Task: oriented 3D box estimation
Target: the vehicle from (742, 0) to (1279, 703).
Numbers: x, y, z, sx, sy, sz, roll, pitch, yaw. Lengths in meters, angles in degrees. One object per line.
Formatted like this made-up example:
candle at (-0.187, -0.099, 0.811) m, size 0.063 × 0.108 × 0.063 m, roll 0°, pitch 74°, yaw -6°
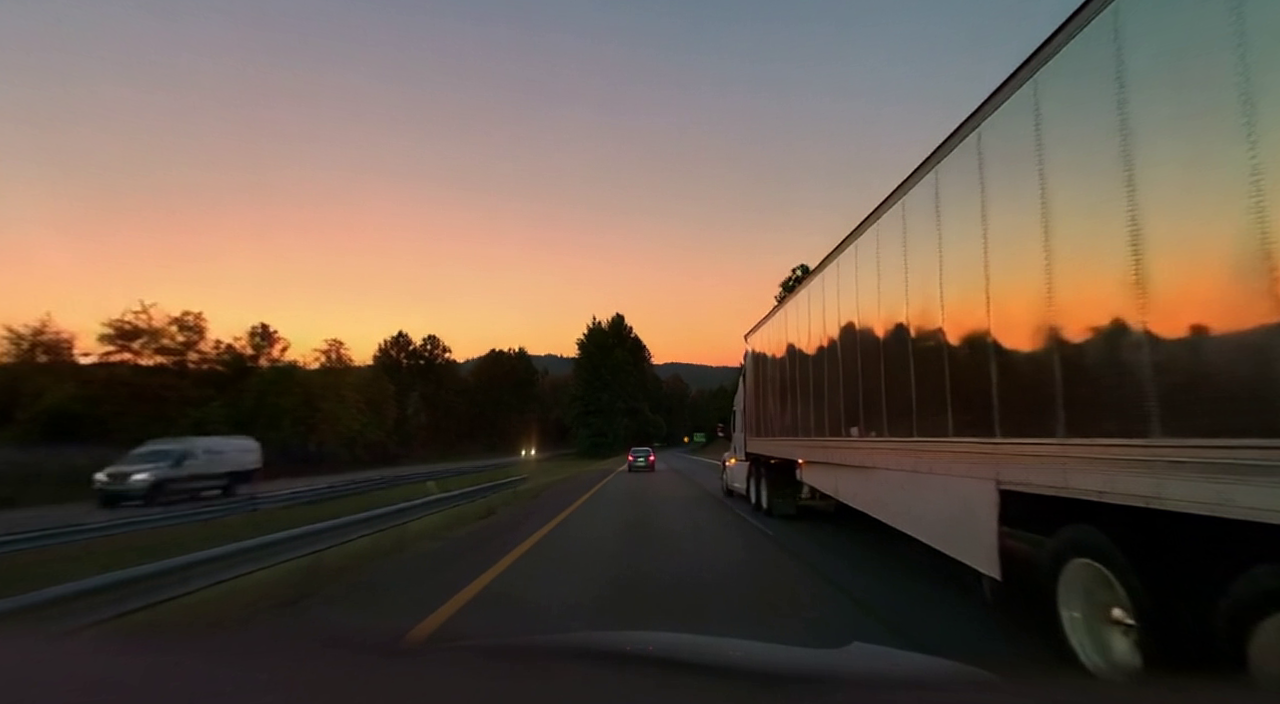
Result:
vehicle at (3.815, 0.303, 6.553) m, size 2.929 × 4.158 × 15.921 m, roll 0°, pitch -8°, yaw 0°

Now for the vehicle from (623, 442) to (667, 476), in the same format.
vehicle at (0.254, 5.155, 30.726) m, size 1.968 × 1.515 × 4.025 m, roll -1°, pitch -8°, yaw 1°
